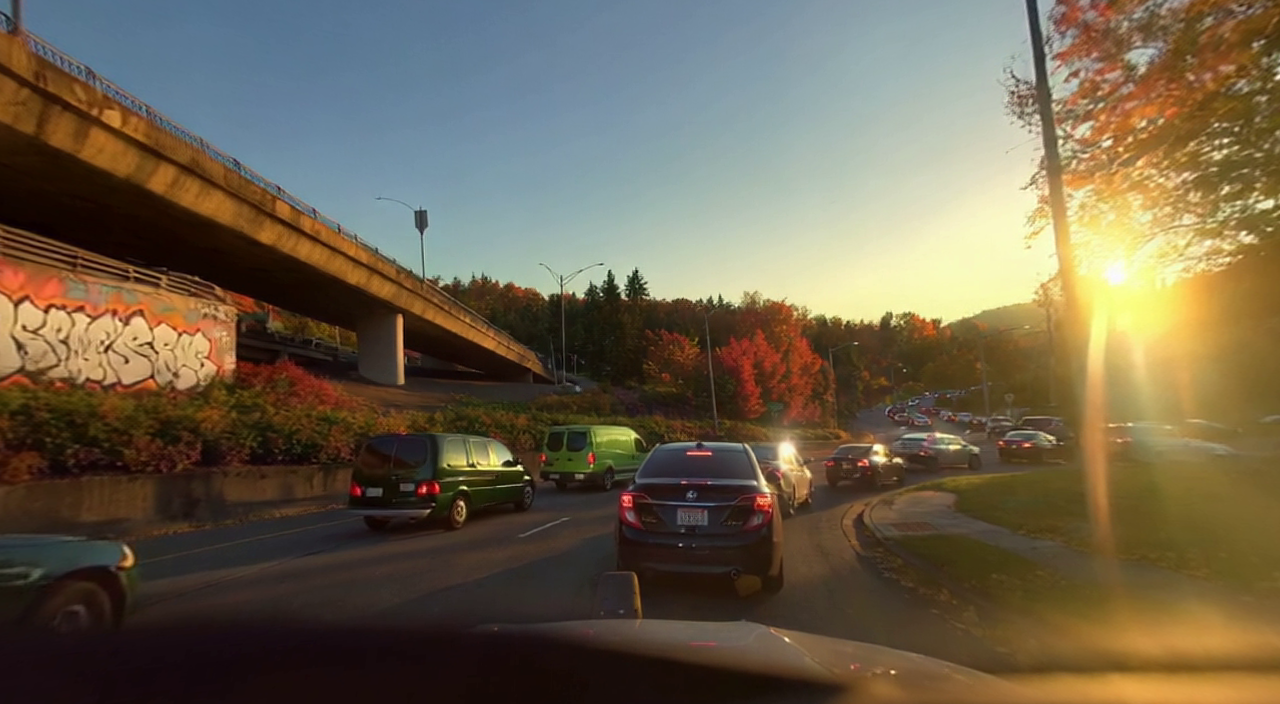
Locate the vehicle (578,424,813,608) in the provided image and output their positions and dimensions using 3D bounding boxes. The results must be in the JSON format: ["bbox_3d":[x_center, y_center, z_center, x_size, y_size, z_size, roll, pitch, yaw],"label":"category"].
[{"bbox_3d":[0.903,1.695,7.342,2.064,1.515,3.722,-3,-9,15],"label":"vehicle"}]

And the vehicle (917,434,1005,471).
[{"bbox_3d":[14.178,4.420,27.629,3.934,1.485,1.763,6,-11,-36],"label":"vehicle"}]

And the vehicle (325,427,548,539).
[{"bbox_3d":[-3.235,2.179,10.992,1.921,1.554,4.081,-2,-9,11],"label":"vehicle"}]

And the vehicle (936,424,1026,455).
[{"bbox_3d":[19.166,4.937,35.234,4.309,1.613,1.909,3,-9,-18],"label":"vehicle"}]

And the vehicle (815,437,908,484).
[{"bbox_3d":[7.765,3.729,21.783,1.780,1.446,3.902,-7,-11,38],"label":"vehicle"}]
